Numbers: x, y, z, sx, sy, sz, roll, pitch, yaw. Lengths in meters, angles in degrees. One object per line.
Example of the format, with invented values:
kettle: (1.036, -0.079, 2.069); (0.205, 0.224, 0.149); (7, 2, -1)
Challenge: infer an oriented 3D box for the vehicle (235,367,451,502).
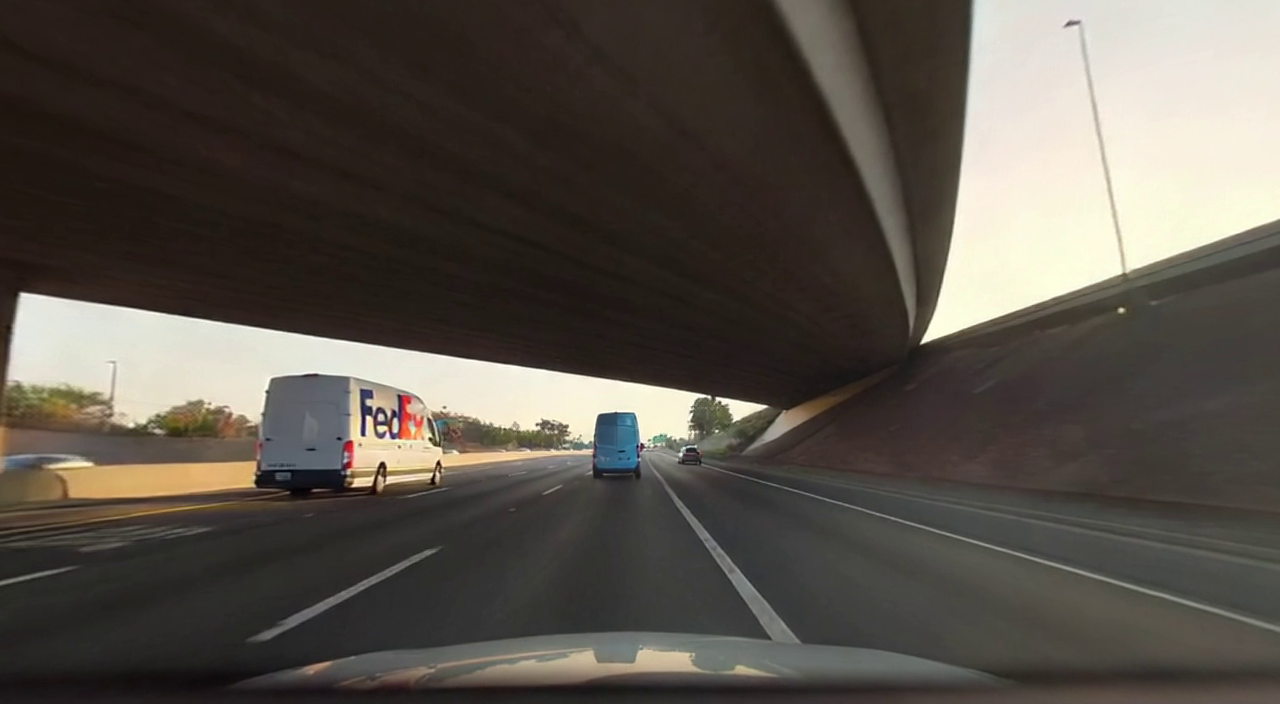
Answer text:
vehicle: (-8.115, 2.522, 18.554); (2.965, 3.178, 7.188); (0, -9, -1)

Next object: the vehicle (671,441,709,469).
vehicle: (3.135, 6.521, 39.930); (1.987, 1.648, 3.984); (0, -9, -1)

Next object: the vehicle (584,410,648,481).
vehicle: (-0.913, 4.102, 27.564); (2.476, 2.776, 5.598); (0, -9, 1)
